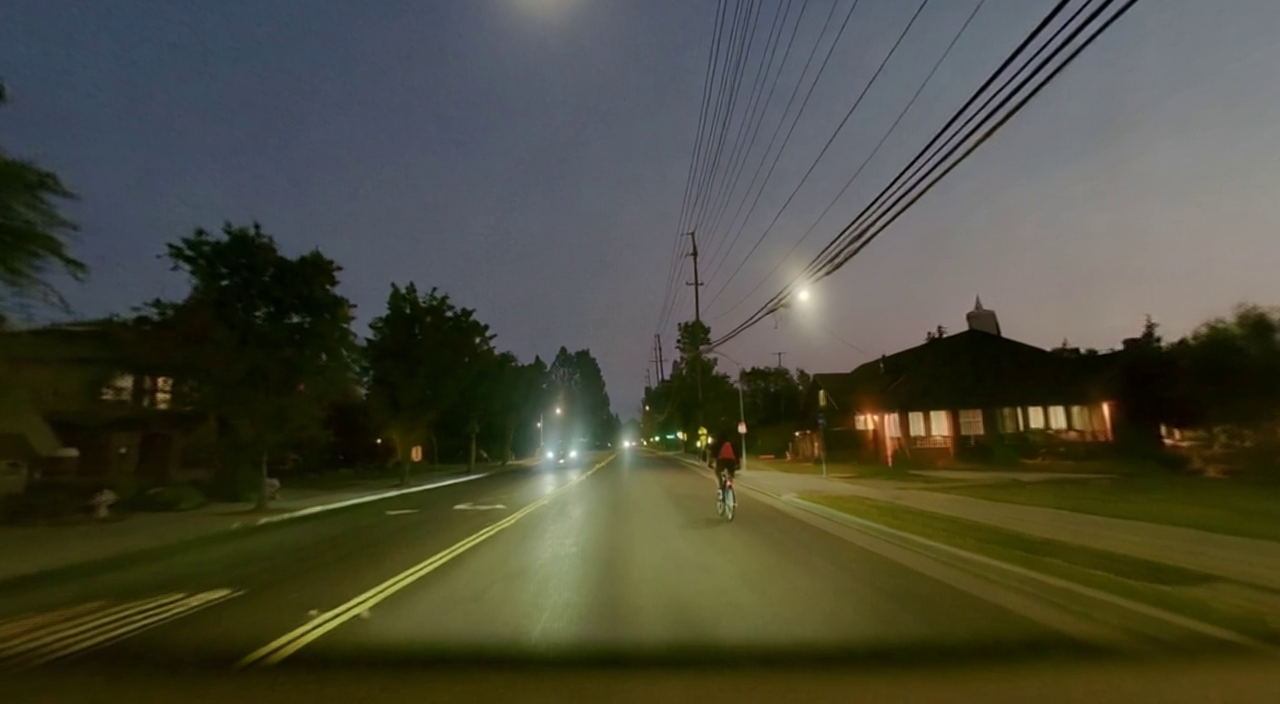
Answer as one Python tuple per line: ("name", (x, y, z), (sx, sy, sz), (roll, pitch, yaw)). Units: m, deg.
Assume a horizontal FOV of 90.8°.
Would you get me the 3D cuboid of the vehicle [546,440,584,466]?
("vehicle", (-5.311, 7.233, 45.342), (2.073, 1.761, 4.589), (0, -8, 1))
